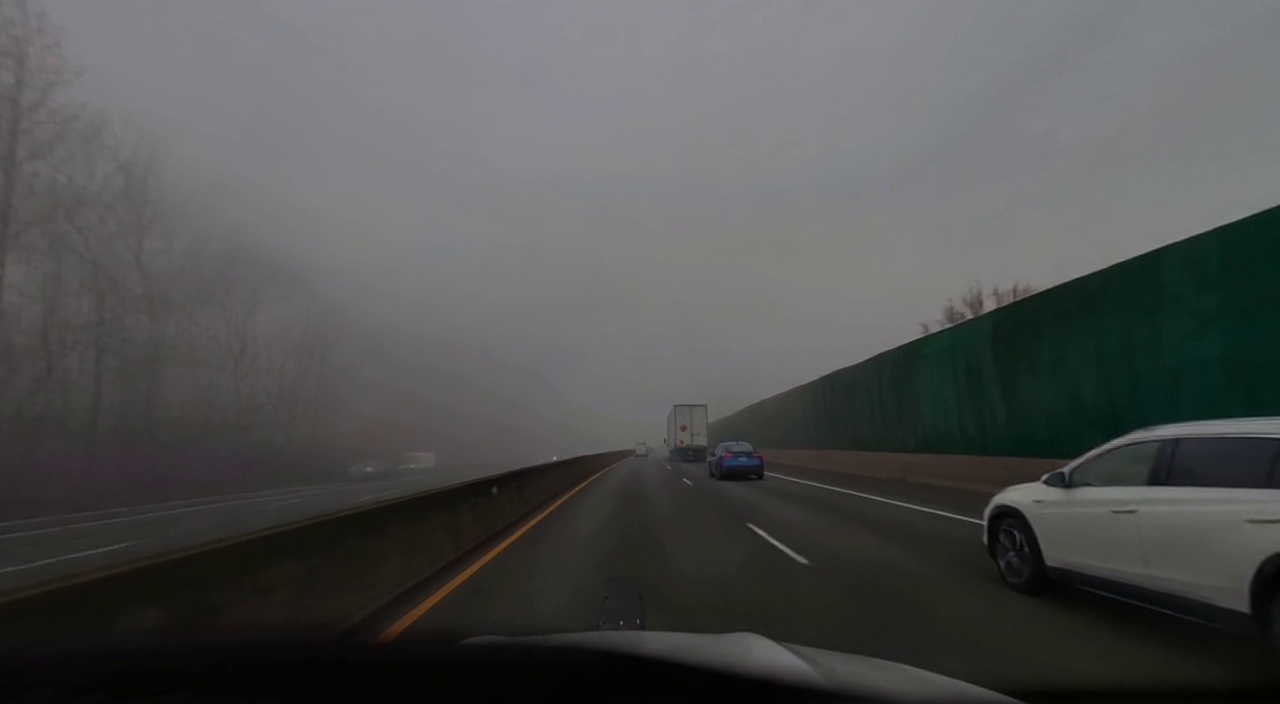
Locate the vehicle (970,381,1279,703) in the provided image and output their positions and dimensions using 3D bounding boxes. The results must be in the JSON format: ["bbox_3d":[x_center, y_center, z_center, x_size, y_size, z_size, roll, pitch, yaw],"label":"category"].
[{"bbox_3d":[4.012,1.005,3.617,1.940,1.539,4.005,1,-8,-2],"label":"vehicle"}]

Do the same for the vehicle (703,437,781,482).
[{"bbox_3d":[3.625,3.912,23.216,2.000,1.473,4.440,0,-8,-2],"label":"vehicle"}]
